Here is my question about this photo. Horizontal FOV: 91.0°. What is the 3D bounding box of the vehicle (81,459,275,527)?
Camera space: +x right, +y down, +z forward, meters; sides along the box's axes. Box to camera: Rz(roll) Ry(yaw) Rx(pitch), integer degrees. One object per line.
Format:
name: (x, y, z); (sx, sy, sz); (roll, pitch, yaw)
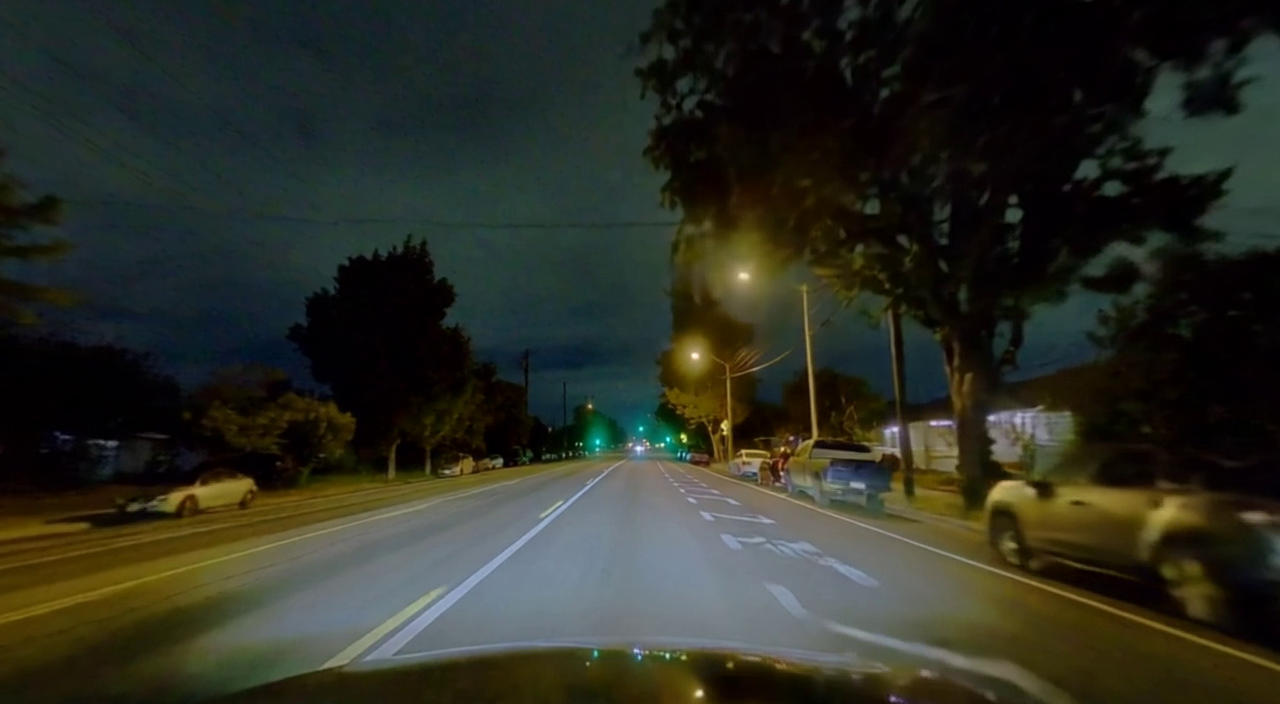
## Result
vehicle: (-12.168, 3.702, 17.024); (1.865, 1.479, 4.325); (0, -8, 2)

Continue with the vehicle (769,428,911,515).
vehicle: (4.980, 3.047, 16.545); (2.123, 1.928, 4.752); (0, -9, -1)

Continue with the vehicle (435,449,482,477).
vehicle: (-12.321, 7.572, 43.030); (1.999, 1.650, 4.381); (-3, -9, -2)

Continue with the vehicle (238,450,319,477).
vehicle: (-22.223, 6.875, 38.788); (3.745, 1.598, 1.927); (1, -9, -4)

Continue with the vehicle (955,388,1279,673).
vehicle: (5.220, 1.430, 5.852); (2.033, 1.845, 4.940); (0, -9, 0)
